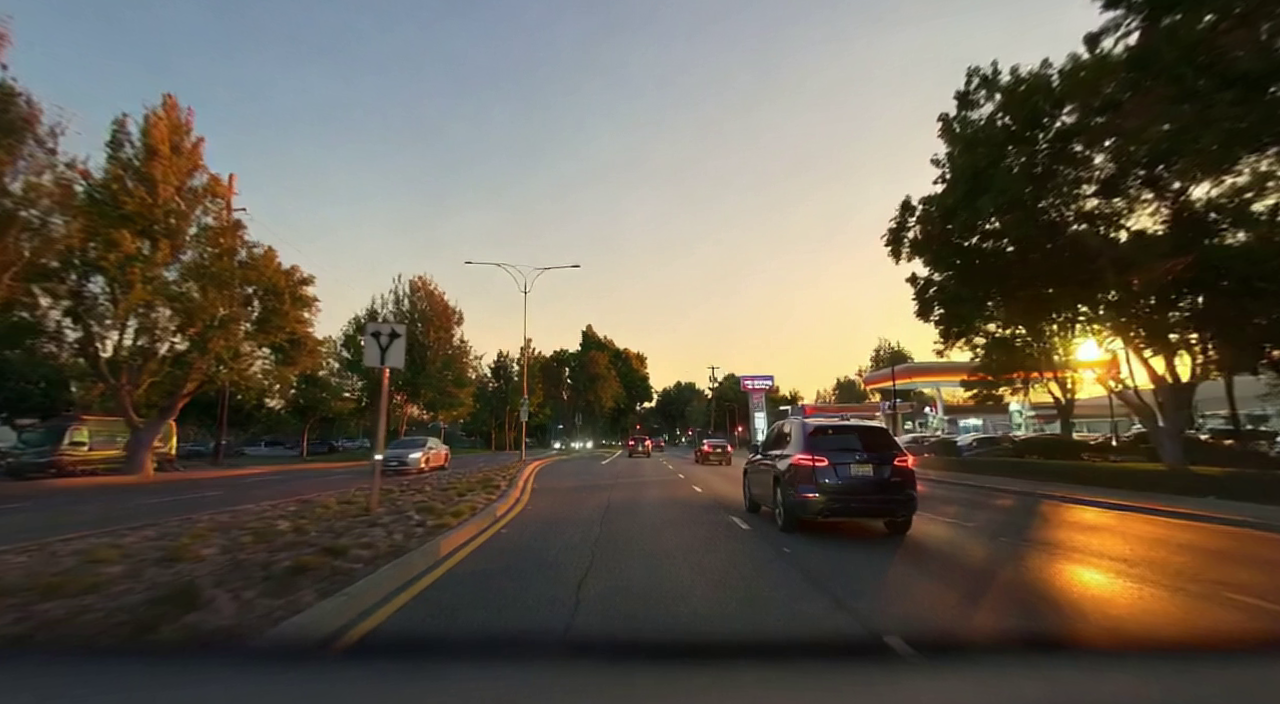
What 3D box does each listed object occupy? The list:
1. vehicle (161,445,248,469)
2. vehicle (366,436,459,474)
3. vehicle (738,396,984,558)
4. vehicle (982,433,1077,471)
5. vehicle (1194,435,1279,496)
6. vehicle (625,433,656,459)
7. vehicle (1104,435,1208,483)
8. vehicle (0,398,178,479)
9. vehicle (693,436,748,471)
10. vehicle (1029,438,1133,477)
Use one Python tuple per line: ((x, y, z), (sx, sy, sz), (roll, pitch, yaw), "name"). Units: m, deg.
((-29.303, 7.060, 42.660), (4.343, 1.535, 2.015), (3, -9, -21), "vehicle")
((-9.078, 4.147, 25.653), (2.131, 1.378, 4.391), (0, -8, 0), "vehicle")
((3.037, 1.845, 10.090), (2.038, 1.917, 4.900), (0, -8, -1), "vehicle")
((18.305, 4.665, 29.682), (4.049, 1.671, 1.868), (4, -9, -28), "vehicle")
((18.637, 3.364, 19.182), (4.933, 1.472, 2.039), (4, -11, -43), "vehicle")
((-0.008, 6.658, 44.866), (2.101, 1.707, 3.904), (0, -8, 0), "vehicle")
((19.006, 3.869, 23.216), (4.052, 1.583, 1.954), (6, -10, -37), "vehicle")
((-28.474, 4.492, 32.560), (2.632, 3.533, 8.615), (-2, -8, 1), "vehicle")
((3.625, 4.651, 29.137), (1.861, 1.478, 4.185), (0, -8, -2), "vehicle")
((18.546, 4.384, 26.501), (4.582, 1.491, 2.032), (6, -10, -35), "vehicle")
